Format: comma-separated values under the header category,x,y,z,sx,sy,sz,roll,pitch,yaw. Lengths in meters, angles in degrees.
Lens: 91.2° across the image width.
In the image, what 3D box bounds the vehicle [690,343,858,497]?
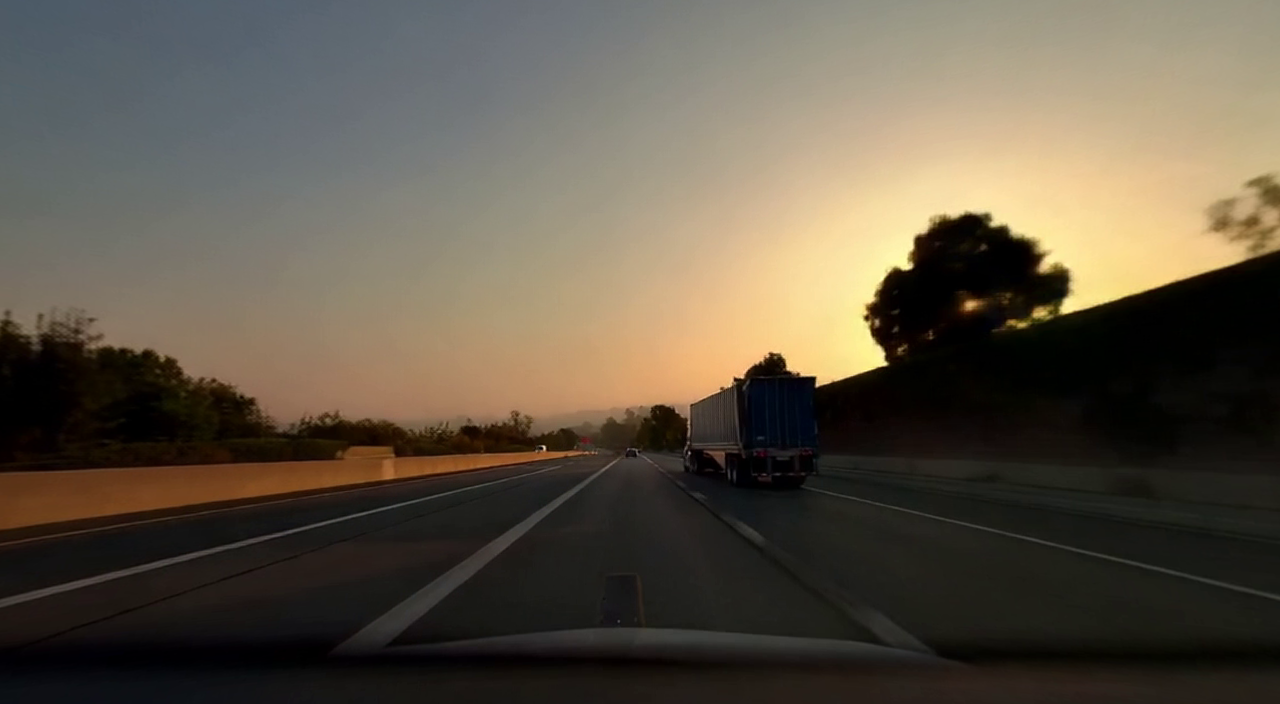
category,x,y,z,sx,sy,sz,roll,pitch,yaw
vehicle,3.935,2.789,23.021,2.922,3.905,14.151,0,-9,-1
